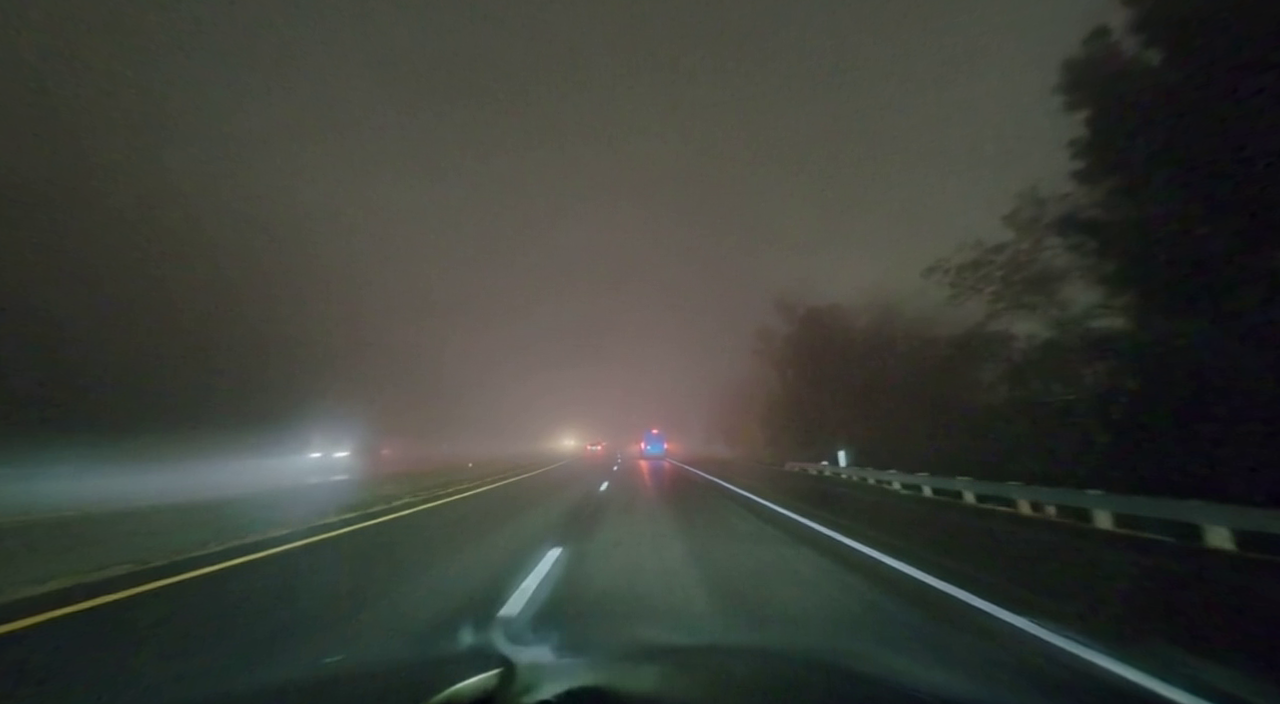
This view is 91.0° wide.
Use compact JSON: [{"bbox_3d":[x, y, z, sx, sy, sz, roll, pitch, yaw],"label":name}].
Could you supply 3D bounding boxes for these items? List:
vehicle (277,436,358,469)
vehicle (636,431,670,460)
[{"bbox_3d":[-16.642,5.172,32.734,1.956,1.581,4.350,0,-8,0],"label":"vehicle"},{"bbox_3d":[0.909,6.992,47.282,2.269,2.048,4.679,0,-8,-2],"label":"vehicle"}]
